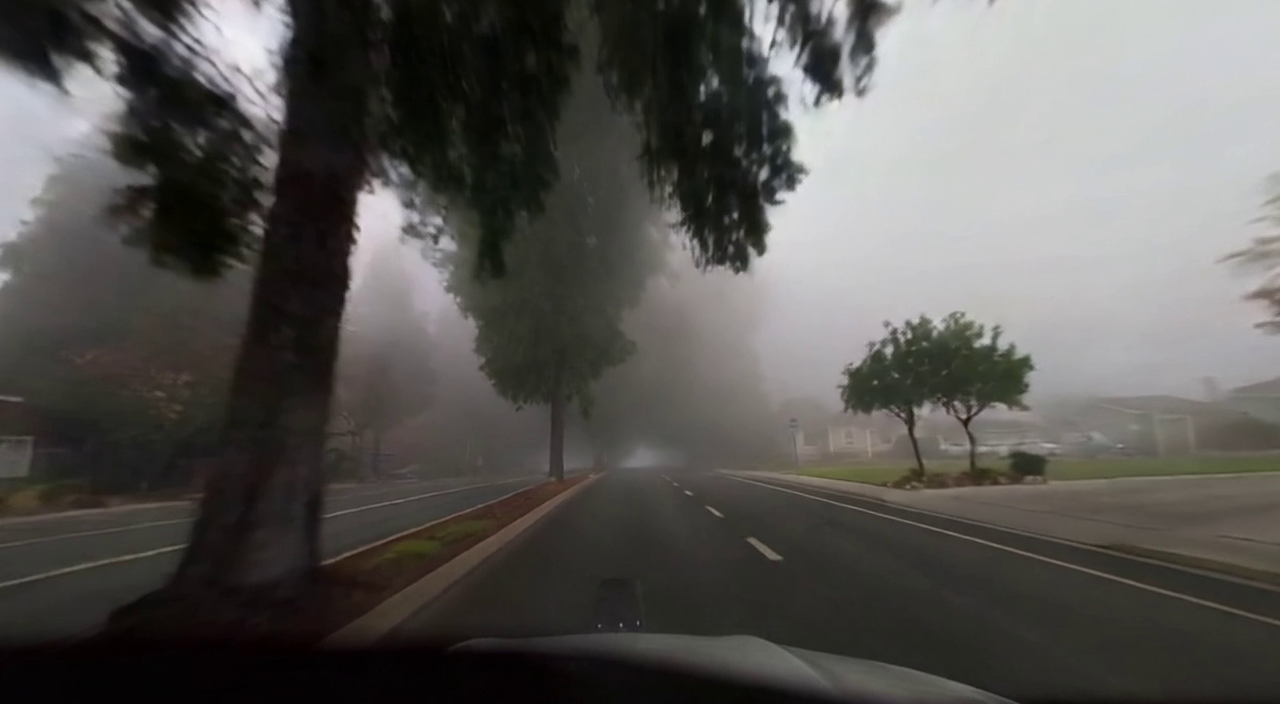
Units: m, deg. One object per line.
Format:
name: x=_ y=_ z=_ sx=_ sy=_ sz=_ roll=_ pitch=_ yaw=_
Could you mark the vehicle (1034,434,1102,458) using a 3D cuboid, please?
vehicle: x=32.402 y=7.168 z=47.954 sx=2.031 sy=1.648 sz=4.246 roll=0 pitch=-11 yaw=-2
